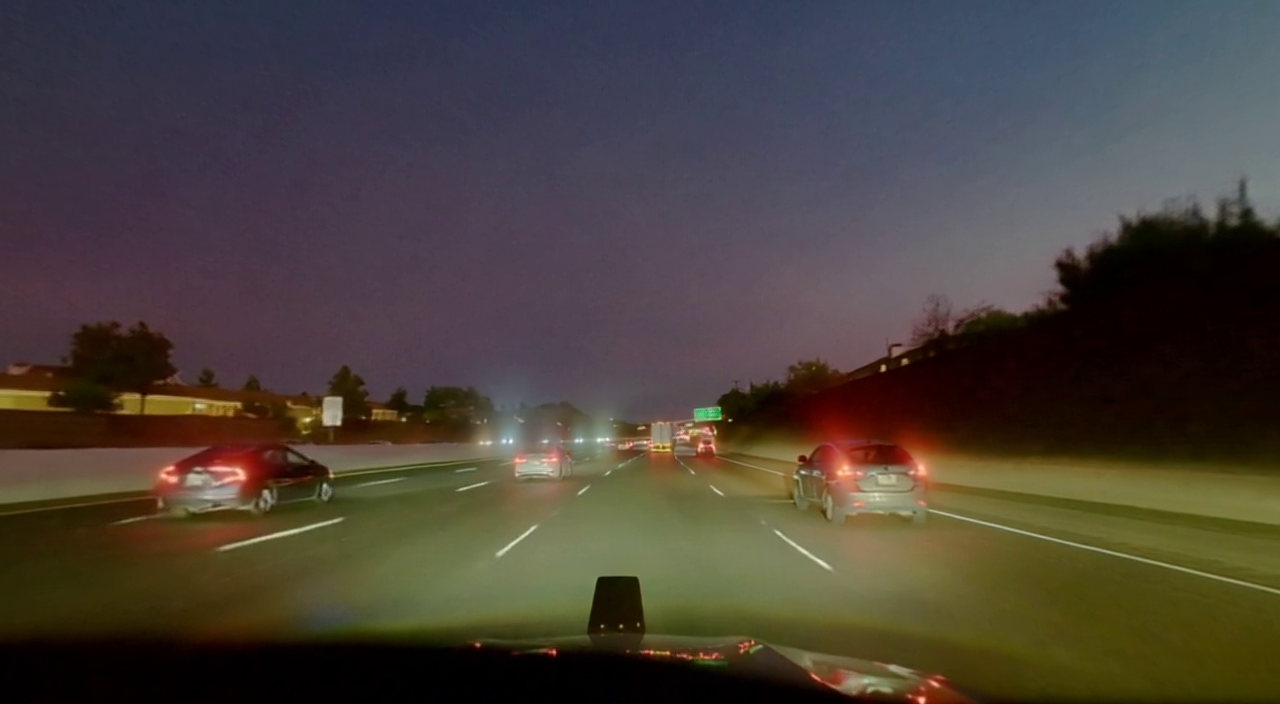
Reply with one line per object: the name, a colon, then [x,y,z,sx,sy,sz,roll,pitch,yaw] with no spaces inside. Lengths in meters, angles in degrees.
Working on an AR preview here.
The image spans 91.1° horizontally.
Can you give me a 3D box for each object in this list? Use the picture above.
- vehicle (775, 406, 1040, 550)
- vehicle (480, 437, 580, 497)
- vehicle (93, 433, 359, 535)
vehicle: [3.733,1.867,9.965,2.108,1.709,4.703,0,-9,0]
vehicle: [-2.954,3.191,17.819,1.947,1.479,4.114,-1,-8,2]
vehicle: [-7.041,2.258,11.354,1.909,1.482,4.140,0,-8,1]
